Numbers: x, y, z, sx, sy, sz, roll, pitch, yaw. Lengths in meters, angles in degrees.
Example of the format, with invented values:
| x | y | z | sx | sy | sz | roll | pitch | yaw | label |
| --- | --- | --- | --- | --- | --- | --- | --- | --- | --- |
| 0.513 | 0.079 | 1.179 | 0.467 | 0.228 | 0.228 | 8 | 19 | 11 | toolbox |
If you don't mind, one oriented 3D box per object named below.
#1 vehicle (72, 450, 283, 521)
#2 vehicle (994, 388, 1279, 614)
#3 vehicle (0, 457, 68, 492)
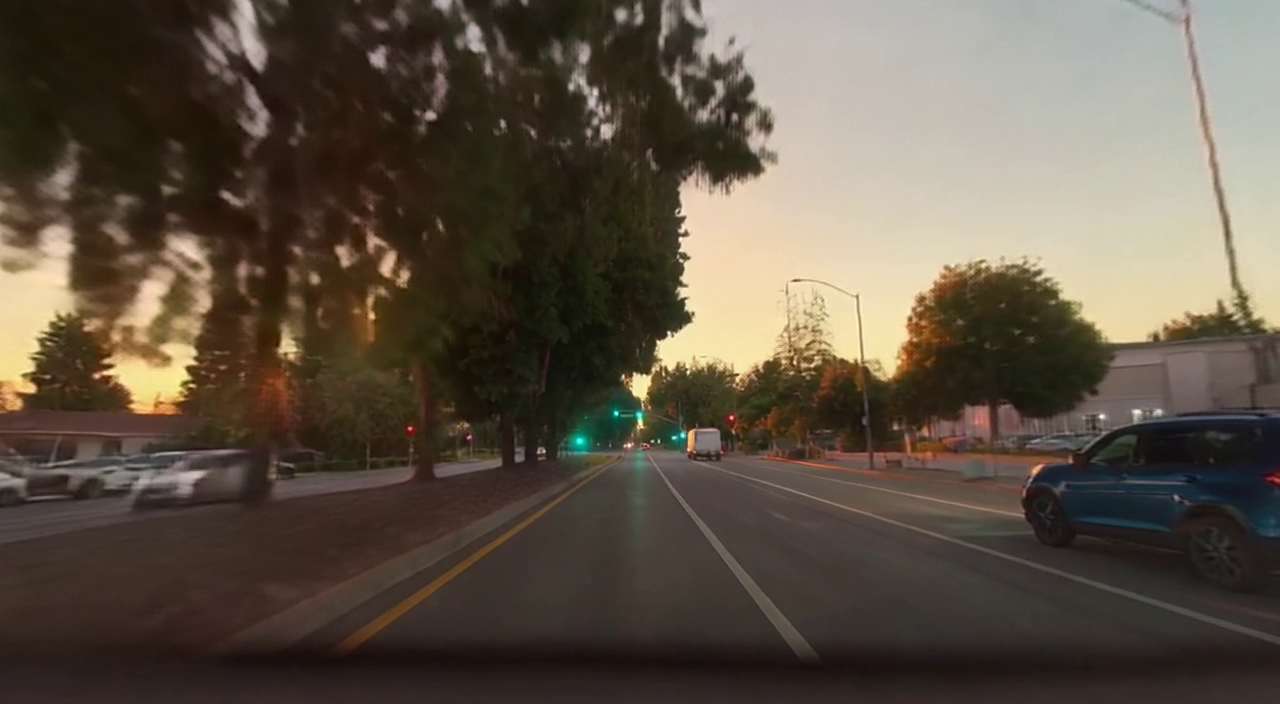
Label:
| x | y | z | sx | sy | sz | roll | pitch | yaw | label |
| --- | --- | --- | --- | --- | --- | --- | --- | --- | --- |
| -11.409 | 3.268 | 16.136 | 1.888 | 1.480 | 4.644 | 0 | -8 | 0 | vehicle |
| 6.019 | 1.394 | 6.481 | 2.012 | 1.754 | 4.635 | 0 | -8 | -1 | vehicle |
| -27.977 | 5.326 | 27.629 | 4.052 | 1.403 | 1.948 | -1 | -8 | 2 | vehicle |
